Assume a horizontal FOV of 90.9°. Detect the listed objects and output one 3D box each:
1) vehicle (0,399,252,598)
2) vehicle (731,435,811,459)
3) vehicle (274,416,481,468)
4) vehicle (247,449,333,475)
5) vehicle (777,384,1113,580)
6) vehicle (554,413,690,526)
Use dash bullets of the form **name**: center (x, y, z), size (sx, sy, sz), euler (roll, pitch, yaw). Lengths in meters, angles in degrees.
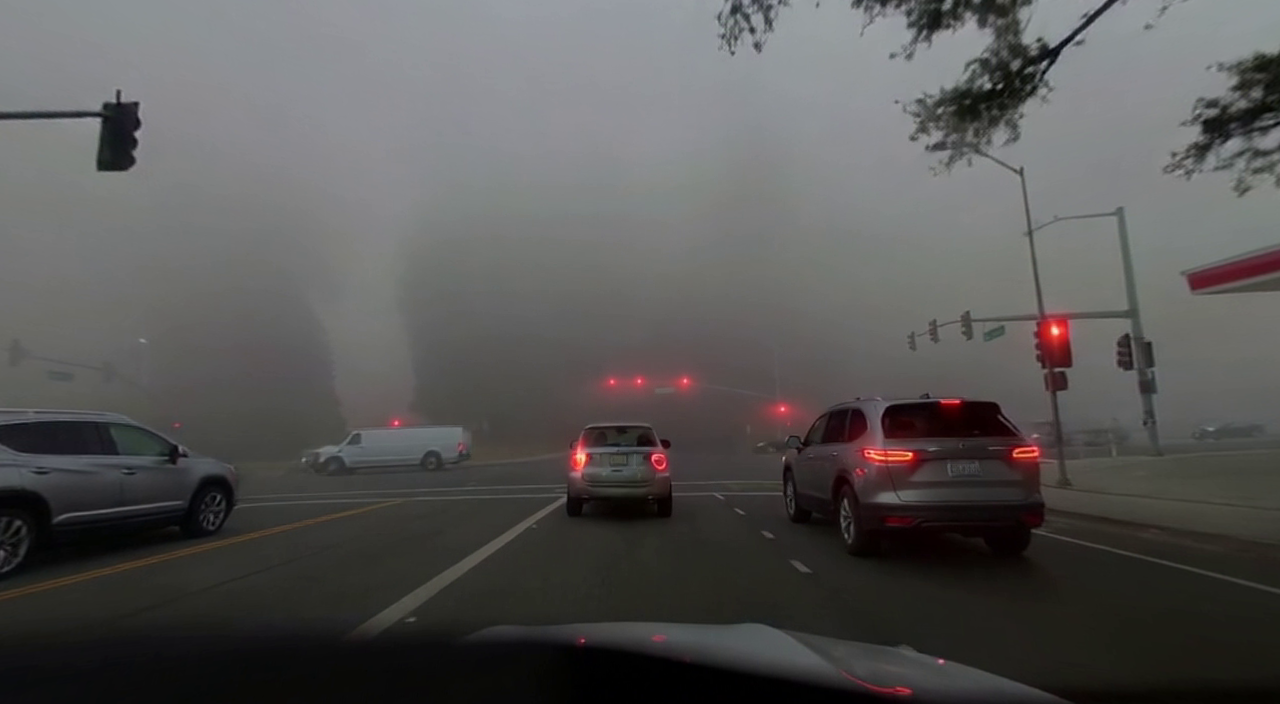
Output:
- **vehicle**: center (-6.744, 1.465, 6.684), size (2.011, 1.774, 4.866), euler (0, -8, 2)
- **vehicle**: center (8.389, 6.090, 40.470), size (4.669, 1.469, 1.855), euler (0, -8, -3)
- **vehicle**: center (-17.587, 6.155, 43.059), size (12.640, 3.321, 2.995), euler (0, -8, -3)
- **vehicle**: center (-21.512, 6.746, 38.864), size (4.149, 1.527, 1.800), euler (0, -8, -3)
- **vehicle**: center (3.251, 1.497, 7.985), size (2.083, 1.779, 4.347), euler (0, -8, 0)
- **vehicle**: center (-0.260, 2.078, 11.632), size (2.067, 1.702, 3.987), euler (0, -8, 0)
